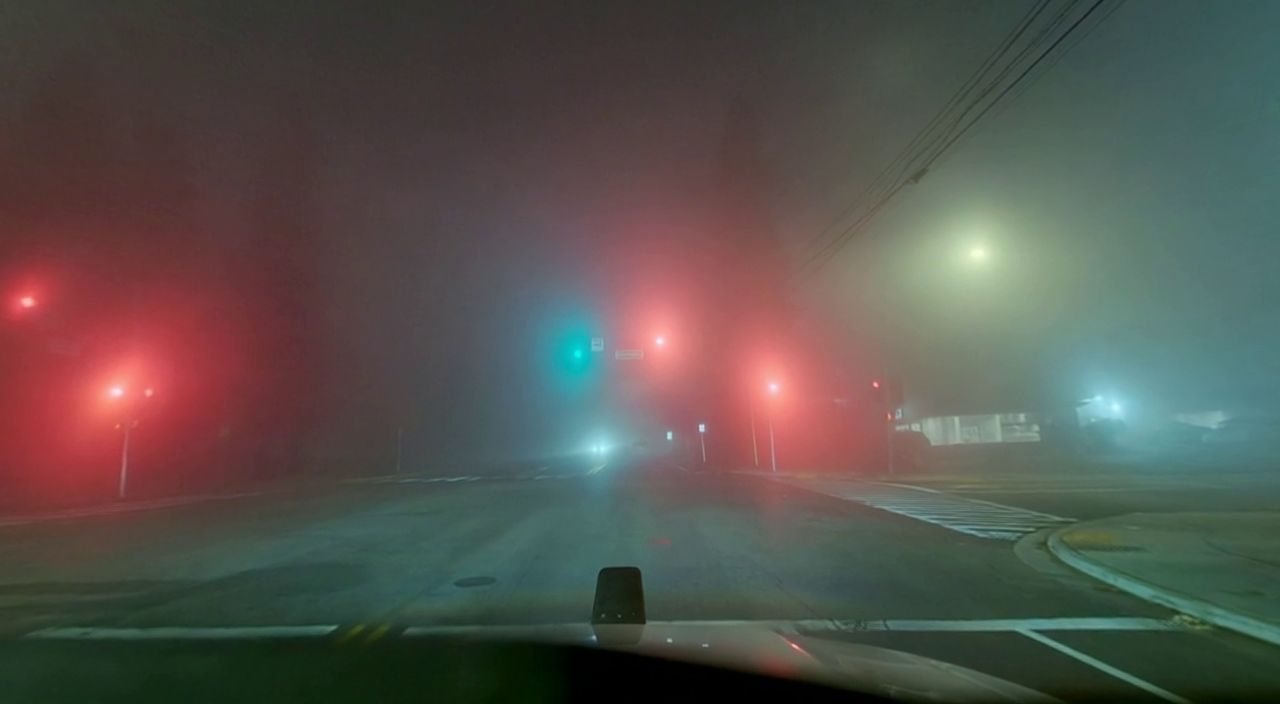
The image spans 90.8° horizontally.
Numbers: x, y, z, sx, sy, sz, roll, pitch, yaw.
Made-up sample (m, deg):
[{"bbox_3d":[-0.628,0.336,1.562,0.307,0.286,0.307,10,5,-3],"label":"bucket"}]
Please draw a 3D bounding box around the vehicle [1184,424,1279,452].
[{"bbox_3d":[34.106,4.975,36.303,1.832,1.521,4.266,0,-9,0],"label":"vehicle"}]

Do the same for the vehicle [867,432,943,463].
[{"bbox_3d":[14.966,5.466,35.951,1.959,1.471,4.570,-4,-9,-5],"label":"vehicle"}]
